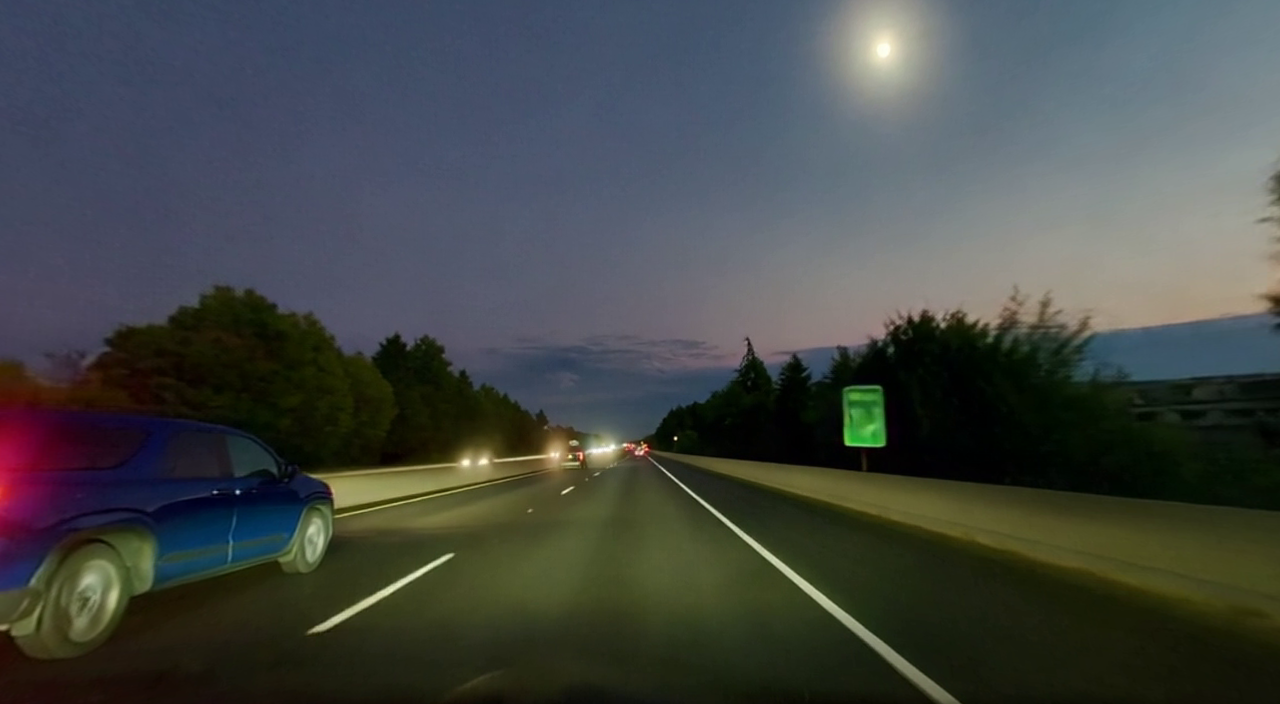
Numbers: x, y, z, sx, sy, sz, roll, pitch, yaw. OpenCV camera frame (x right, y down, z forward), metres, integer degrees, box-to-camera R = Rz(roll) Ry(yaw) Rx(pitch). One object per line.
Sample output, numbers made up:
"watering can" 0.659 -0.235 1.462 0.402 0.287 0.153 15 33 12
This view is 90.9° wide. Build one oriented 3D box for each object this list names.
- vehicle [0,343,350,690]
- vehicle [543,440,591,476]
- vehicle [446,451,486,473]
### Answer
"vehicle" -4.655 1.207 5.325 2.102 1.941 4.703 0 -9 1
"vehicle" -3.918 5.809 34.603 2.056 1.811 4.202 -1 -9 1
"vehicle" -13.053 8.291 47.560 1.841 1.517 4.455 0 -9 -1
